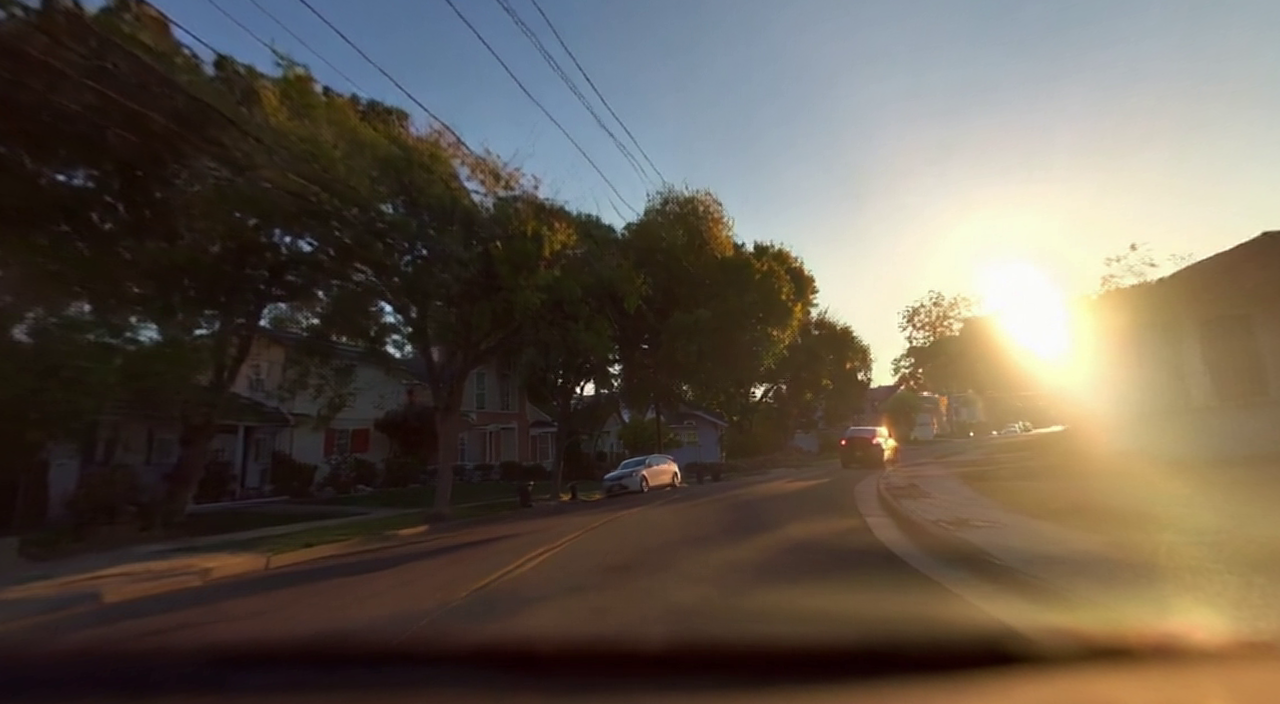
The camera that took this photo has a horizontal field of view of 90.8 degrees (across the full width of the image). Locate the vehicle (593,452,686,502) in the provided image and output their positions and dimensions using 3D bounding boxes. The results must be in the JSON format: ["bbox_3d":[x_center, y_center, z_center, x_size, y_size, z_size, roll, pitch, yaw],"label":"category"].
[{"bbox_3d":[0.078,5.386,27.801,2.039,1.949,4.511,-5,-10,30],"label":"vehicle"}]

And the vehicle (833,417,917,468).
[{"bbox_3d":[10.290,3.947,27.473,2.086,1.974,4.890,-6,-10,35],"label":"vehicle"}]
